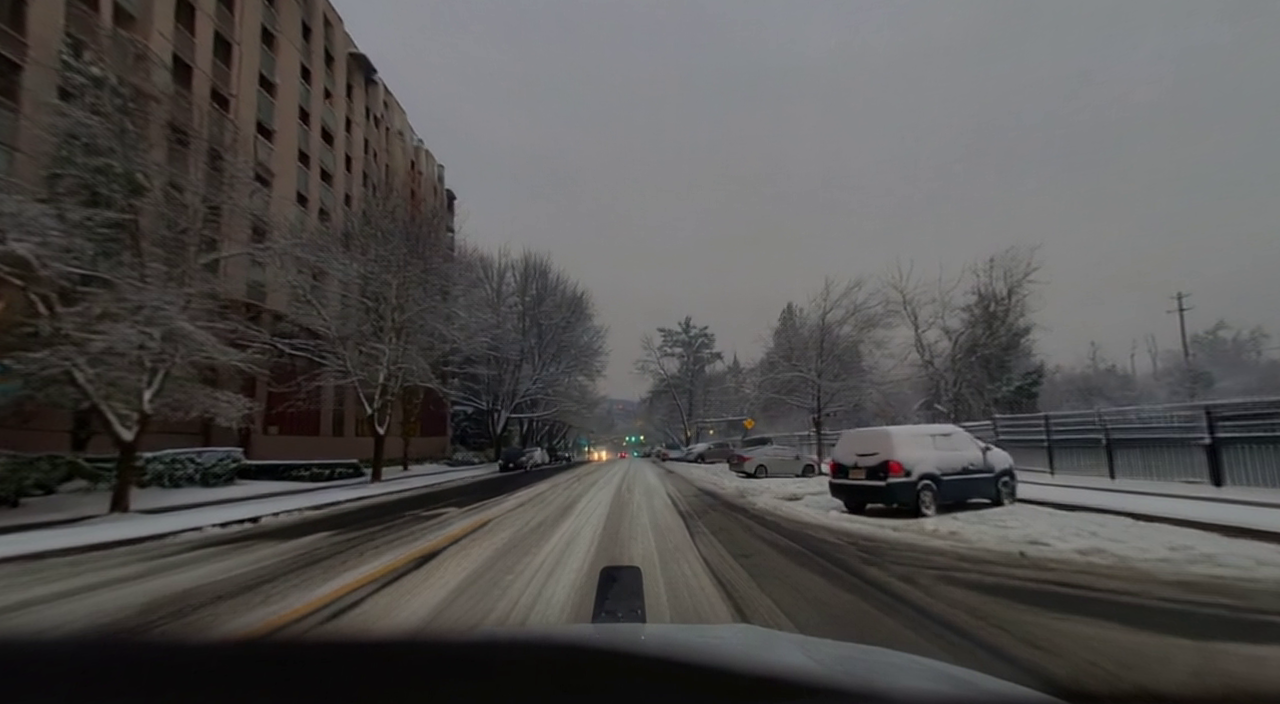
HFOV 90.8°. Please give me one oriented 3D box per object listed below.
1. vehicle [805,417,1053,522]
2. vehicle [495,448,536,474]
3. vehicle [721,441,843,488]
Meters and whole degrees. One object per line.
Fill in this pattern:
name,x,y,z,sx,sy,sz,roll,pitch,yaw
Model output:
vehicle,6.421,2.449,13.973,5.061,1.829,2.274,2,-8,-29
vehicle,-8.976,7.872,45.967,2.172,1.707,4.273,0,-8,-1
vehicle,5.043,3.938,22.451,3.752,1.494,2.083,5,-9,-30
